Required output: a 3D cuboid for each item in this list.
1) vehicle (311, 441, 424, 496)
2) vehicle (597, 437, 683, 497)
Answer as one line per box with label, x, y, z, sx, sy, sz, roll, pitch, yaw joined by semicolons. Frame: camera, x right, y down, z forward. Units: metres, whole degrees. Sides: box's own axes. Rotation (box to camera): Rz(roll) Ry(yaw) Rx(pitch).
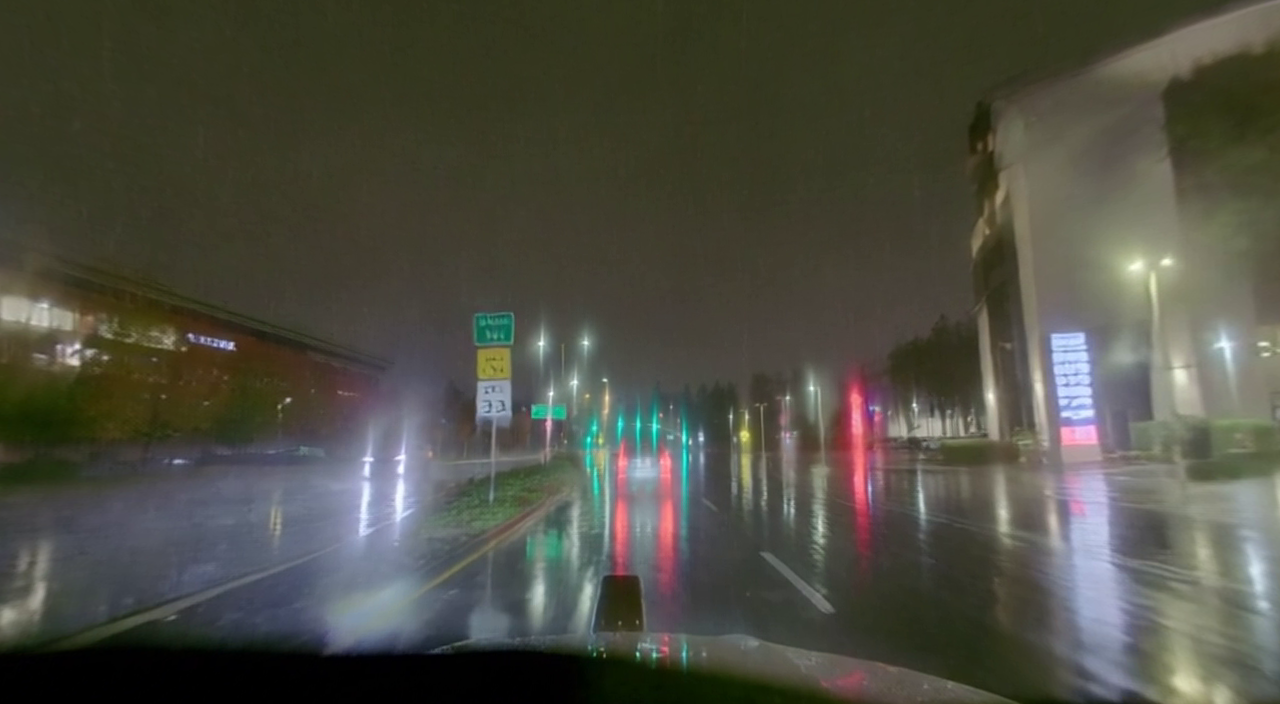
vehicle;-9.098;3.874;21.424;1.903;1.476;4.395;-6;-8;-1
vehicle;-0.042;3.138;17.581;2.126;1.475;3.967;0;-8;-1
